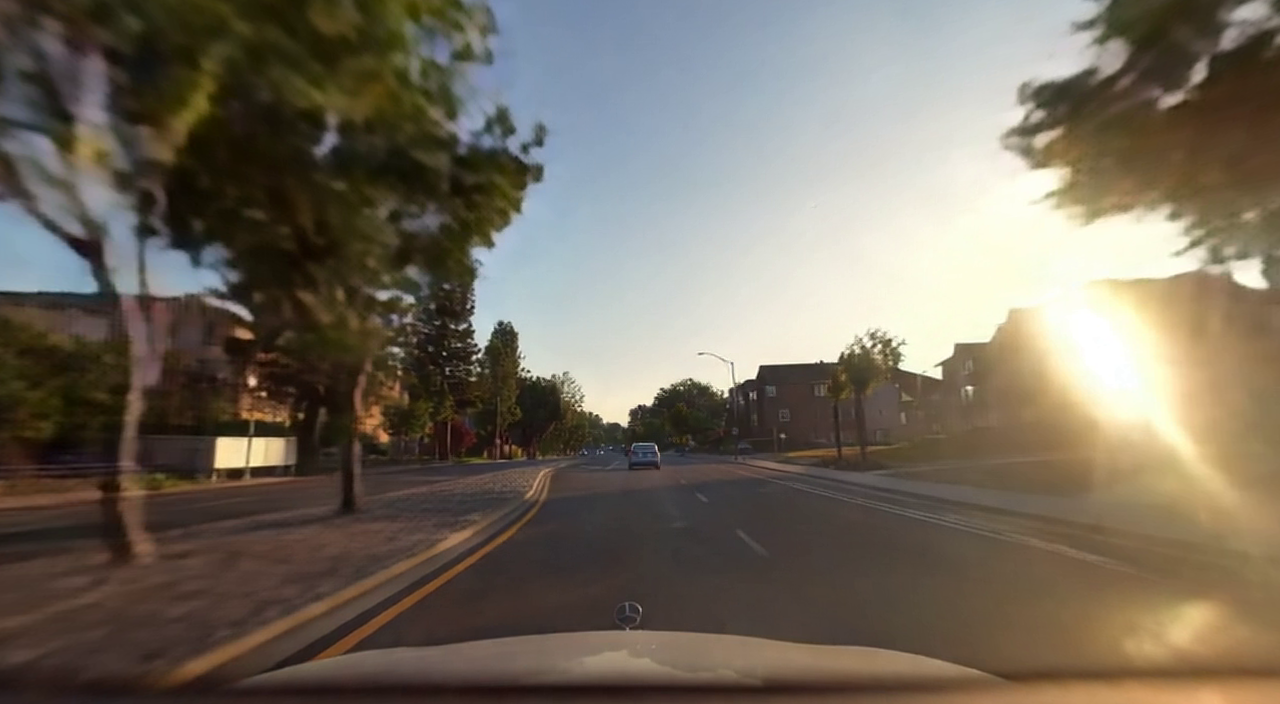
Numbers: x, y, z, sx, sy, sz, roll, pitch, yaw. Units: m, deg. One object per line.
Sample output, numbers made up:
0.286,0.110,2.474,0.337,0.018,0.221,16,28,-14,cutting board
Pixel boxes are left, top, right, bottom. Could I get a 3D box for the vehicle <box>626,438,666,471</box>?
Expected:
0.285,6.005,36.952,2.165,1.783,4.391,0,-9,-2,vehicle
